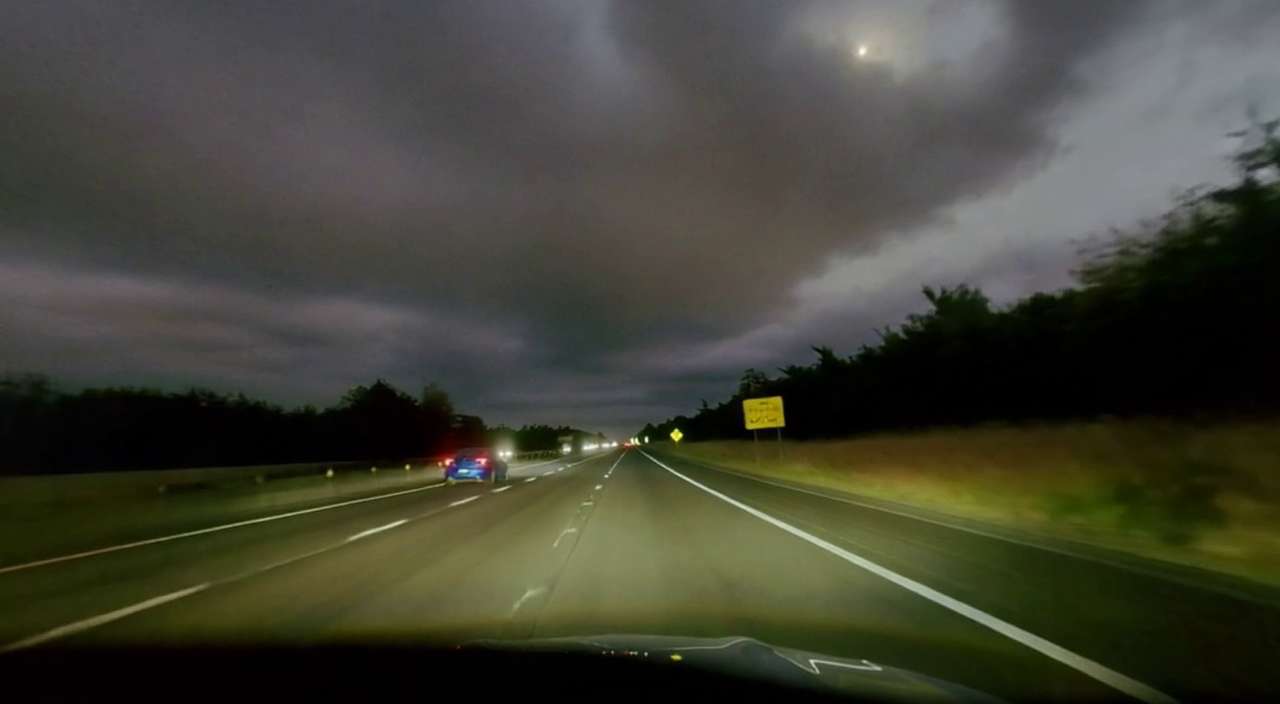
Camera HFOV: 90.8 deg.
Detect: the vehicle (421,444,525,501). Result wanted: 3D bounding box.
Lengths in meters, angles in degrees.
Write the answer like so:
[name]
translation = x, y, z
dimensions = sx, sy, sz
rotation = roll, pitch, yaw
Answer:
[vehicle]
translation = -4.976, 3.640, 19.428
dimensions = 2.121, 1.537, 3.852
rotation = 0, -9, 0
